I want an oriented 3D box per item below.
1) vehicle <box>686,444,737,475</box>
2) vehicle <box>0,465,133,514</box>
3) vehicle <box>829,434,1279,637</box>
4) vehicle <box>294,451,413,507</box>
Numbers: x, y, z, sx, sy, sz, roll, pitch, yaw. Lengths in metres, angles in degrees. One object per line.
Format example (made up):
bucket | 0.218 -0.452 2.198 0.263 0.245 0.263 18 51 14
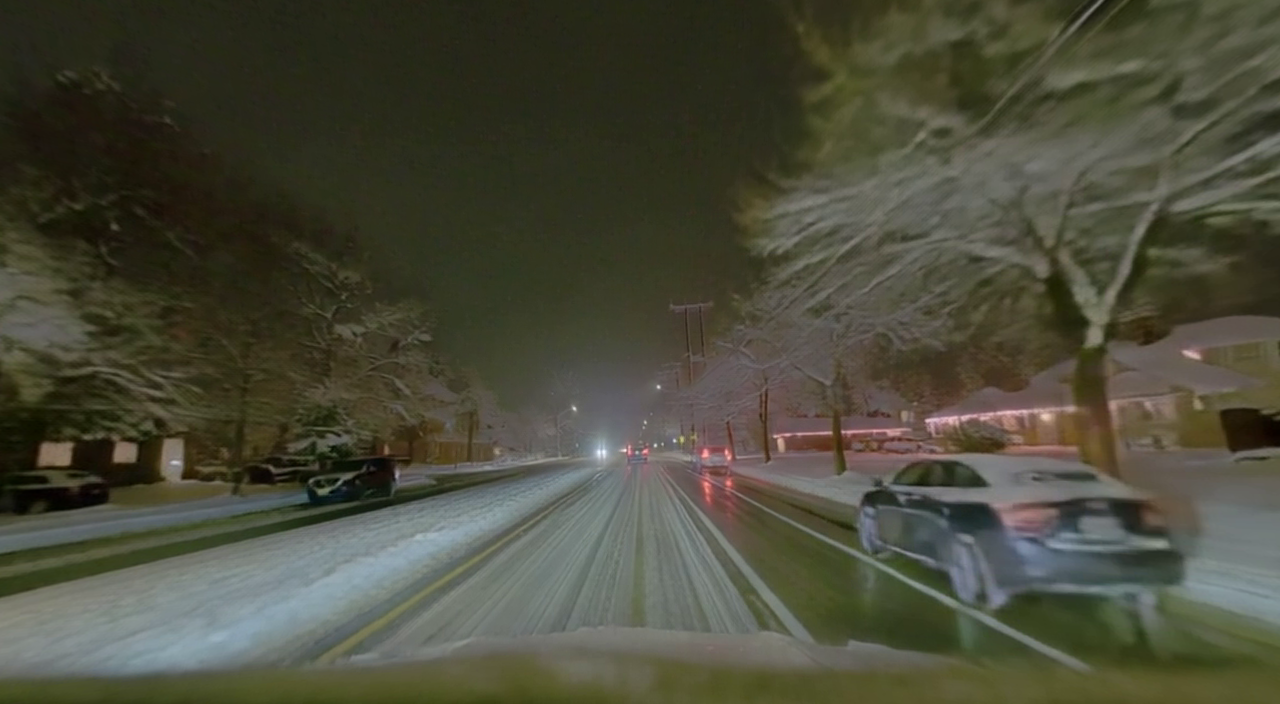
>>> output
vehicle | 4.073 6.175 36.628 2.124 1.524 4.698 4 -9 -2
vehicle | -18.616 4.194 19.431 4.326 1.355 1.812 1 -9 -4
vehicle | 3.859 1.716 7.042 2.014 1.498 4.484 1 -8 -1
vehicle | -11.159 4.923 25.167 2.086 1.711 5.661 -6 -8 0
